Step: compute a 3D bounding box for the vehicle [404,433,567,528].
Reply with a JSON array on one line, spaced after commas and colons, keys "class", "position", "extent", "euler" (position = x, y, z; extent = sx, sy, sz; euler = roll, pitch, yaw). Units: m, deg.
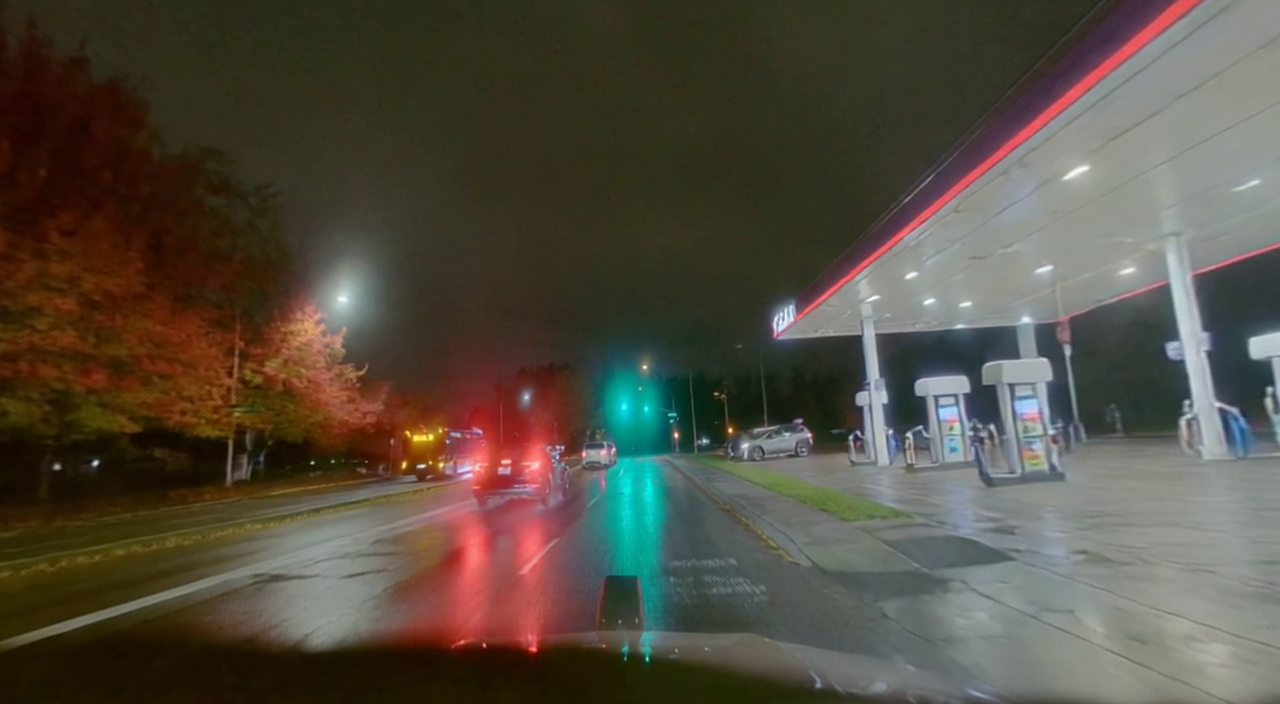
[{"class": "vehicle", "position": [-2.745, 2.404, 12.231], "extent": [2.092, 1.507, 4.078], "euler": [0, -9, 1]}]

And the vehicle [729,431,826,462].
[{"class": "vehicle", "position": [7.593, 5.270, 35.045], "extent": [4.894, 1.451, 2.089], "euler": [-3, -8, 1]}]

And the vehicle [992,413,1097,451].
[{"class": "vehicle", "position": [21.135, 4.198, 32.860], "extent": [4.172, 1.687, 1.773], "euler": [-4, -9, -1]}]

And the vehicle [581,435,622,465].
[{"class": "vehicle", "position": [-2.341, 6.129, 39.030], "extent": [2.365, 1.751, 3.904], "euler": [0, -9, 0]}]

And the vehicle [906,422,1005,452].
[{"class": "vehicle", "position": [16.531, 4.515, 32.965], "extent": [4.064, 1.507, 2.078], "euler": [0, -9, 1]}]
